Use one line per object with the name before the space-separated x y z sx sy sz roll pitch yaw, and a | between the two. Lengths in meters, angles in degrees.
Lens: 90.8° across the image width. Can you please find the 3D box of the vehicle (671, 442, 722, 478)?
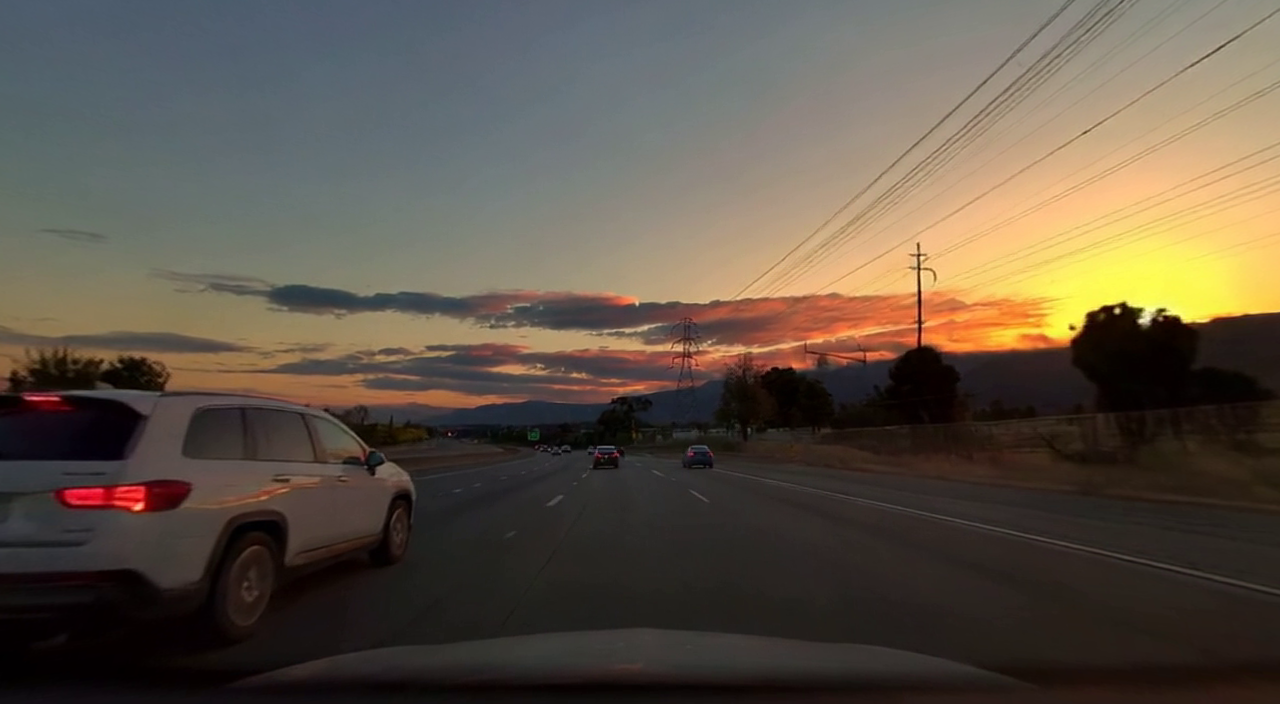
vehicle | 2.558 4.982 29.411 1.789 1.503 3.897 0 -8 -3

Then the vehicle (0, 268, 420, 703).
vehicle | -4.100 1.083 5.271 2.475 2.152 5.837 0 -8 -1

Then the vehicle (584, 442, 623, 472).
vehicle | -2.275 6.335 38.364 2.188 1.714 3.921 1 -8 -5
